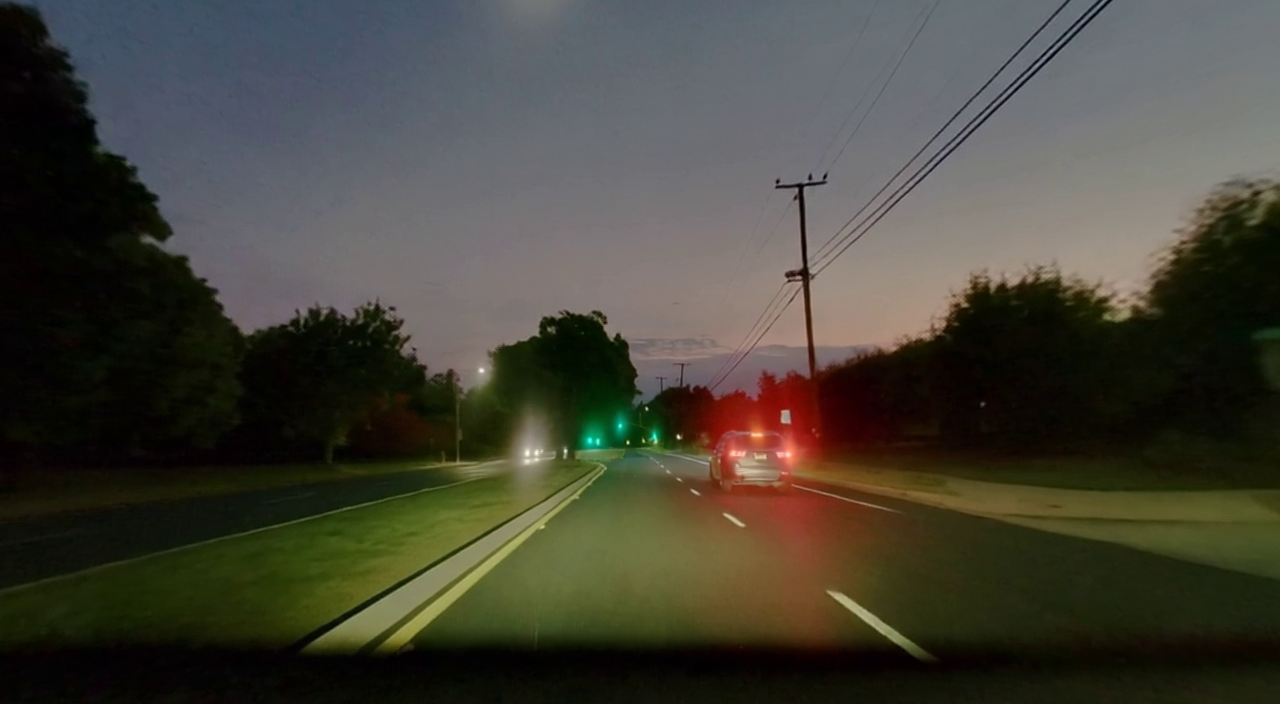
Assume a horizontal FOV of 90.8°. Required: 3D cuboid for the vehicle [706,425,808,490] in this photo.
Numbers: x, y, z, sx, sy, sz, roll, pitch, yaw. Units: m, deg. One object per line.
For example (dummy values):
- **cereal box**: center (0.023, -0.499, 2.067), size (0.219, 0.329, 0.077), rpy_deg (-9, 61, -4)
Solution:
- **vehicle**: center (3.533, 3.319, 20.115), size (2.193, 1.777, 4.772), rpy_deg (0, -8, -2)
